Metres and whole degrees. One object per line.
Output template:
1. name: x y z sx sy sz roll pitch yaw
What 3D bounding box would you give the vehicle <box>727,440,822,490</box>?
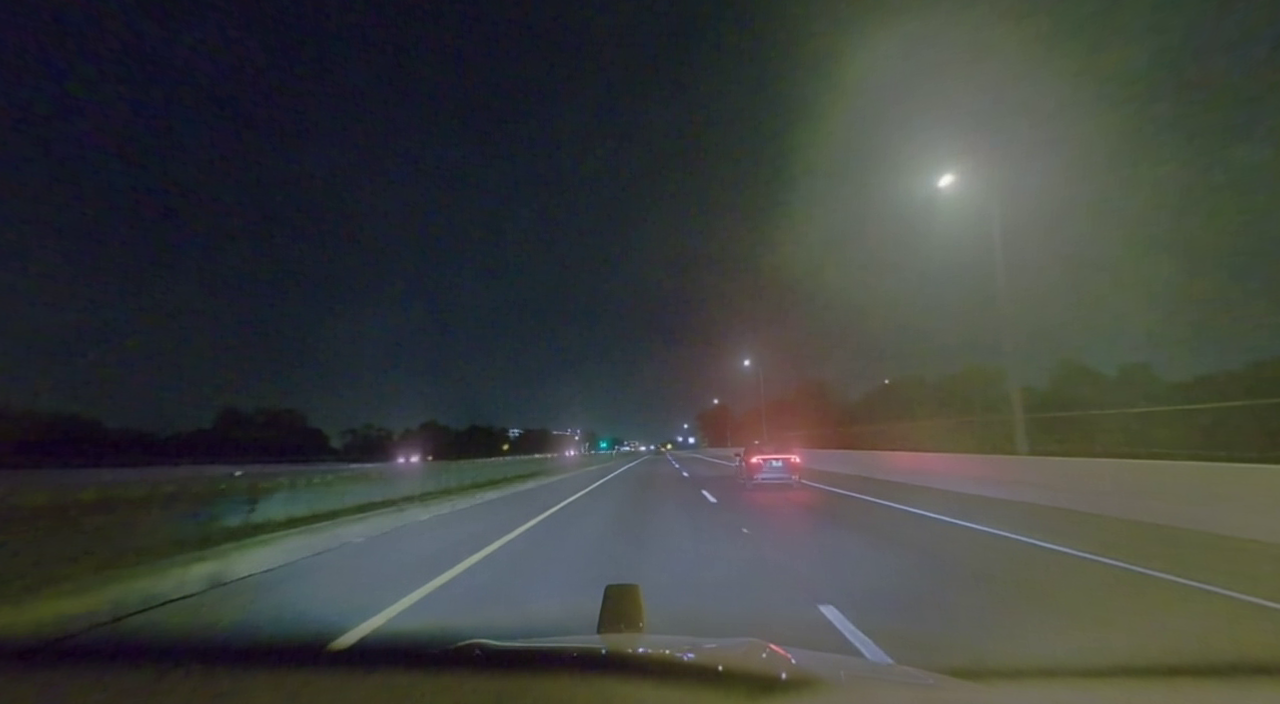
1. vehicle: 4.176 3.592 20.305 2.124 1.405 4.398 0 -8 1
